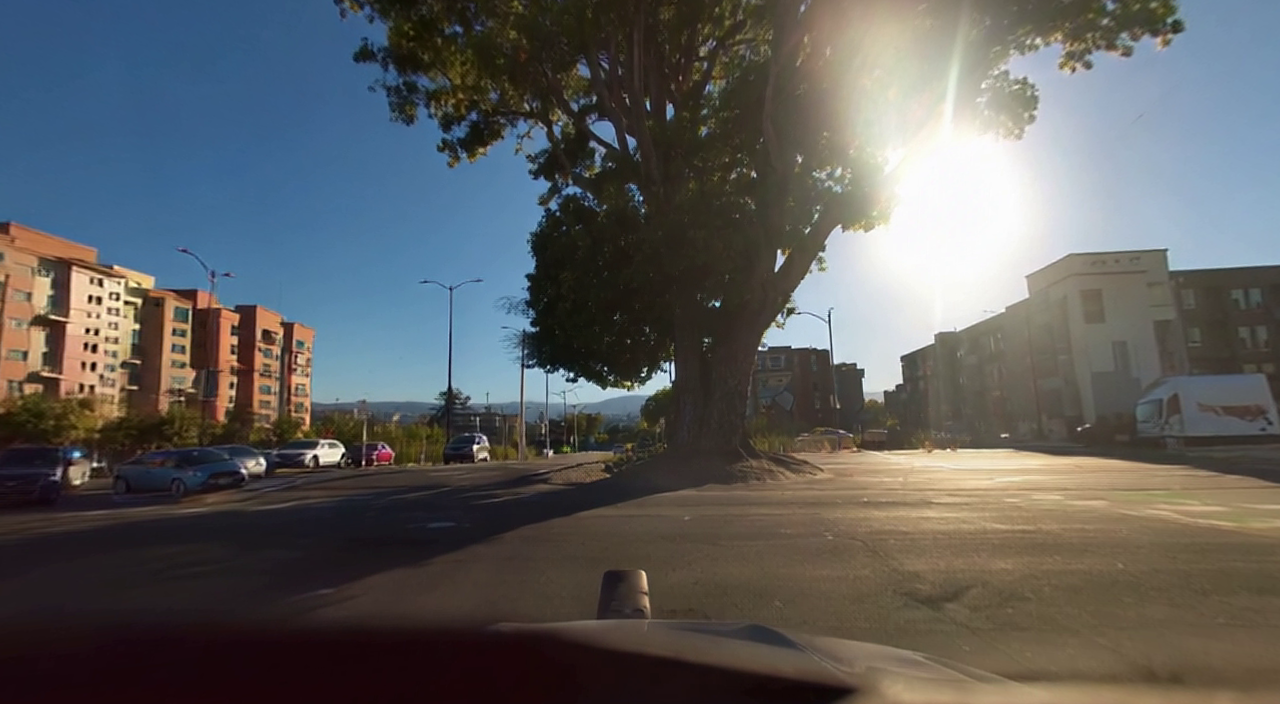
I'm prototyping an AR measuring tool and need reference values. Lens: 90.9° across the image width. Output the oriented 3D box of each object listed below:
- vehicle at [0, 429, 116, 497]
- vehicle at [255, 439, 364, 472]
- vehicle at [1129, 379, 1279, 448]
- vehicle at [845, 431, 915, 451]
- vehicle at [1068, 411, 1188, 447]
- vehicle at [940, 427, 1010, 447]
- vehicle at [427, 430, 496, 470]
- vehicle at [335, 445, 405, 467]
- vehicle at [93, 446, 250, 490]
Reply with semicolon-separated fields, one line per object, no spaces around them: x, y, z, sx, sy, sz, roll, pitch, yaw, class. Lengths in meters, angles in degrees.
-21.526;3.936;22.590;3.506;2.261;2.158;-1;-8;5;vehicle
-17.421;5.441;33.431;2.010;1.583;4.582;-6;-10;34;vehicle
33.443;3.405;34.793;10.986;3.604;2.707;0;-9;-5;vehicle
18.360;6.783;48.331;4.528;1.458;1.939;1;-7;-4;vehicle
29.242;4.630;37.906;5.277;2.032;2.408;1;-7;-3;vehicle
25.884;6.609;48.719;4.323;1.507;1.896;0;-8;-4;vehicle
-8.353;4.713;29.992;2.156;1.620;4.945;3;-10;-4;vehicle
-19.791;7.651;46.363;4.277;1.527;1.987;0;-8;-3;vehicle
-16.381;4.043;22.160;4.233;1.432;1.755;-1;-9;6;vehicle
